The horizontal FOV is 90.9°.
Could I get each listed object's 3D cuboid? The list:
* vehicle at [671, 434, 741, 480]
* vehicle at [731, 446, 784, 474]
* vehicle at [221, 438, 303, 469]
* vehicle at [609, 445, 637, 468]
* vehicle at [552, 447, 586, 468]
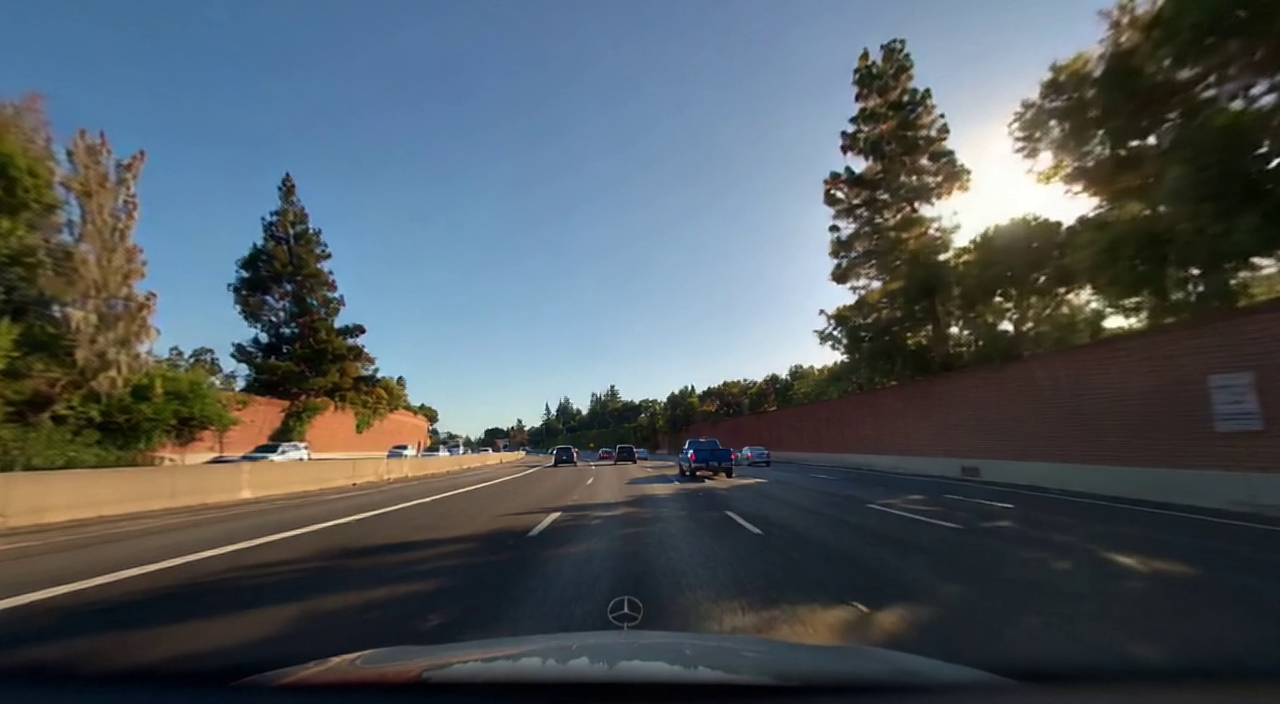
[{"bbox_3d":[2.949,4.868,29.593,2.374,1.952,5.431,0,-8,-3],"label":"vehicle"},{"bbox_3d":[6.822,6.296,37.117,1.976,1.485,4.925,0,-8,-3],"label":"vehicle"},{"bbox_3d":[-22.114,5.967,37.169,1.971,1.670,4.775,0,-8,-2],"label":"vehicle"},{"bbox_3d":[-1.336,7.892,47.877,2.050,1.607,3.821,0,-8,-3],"label":"vehicle"},{"bbox_3d":[-5.491,8.183,49.108,2.411,1.509,4.641,0,-8,-4],"label":"vehicle"}]
